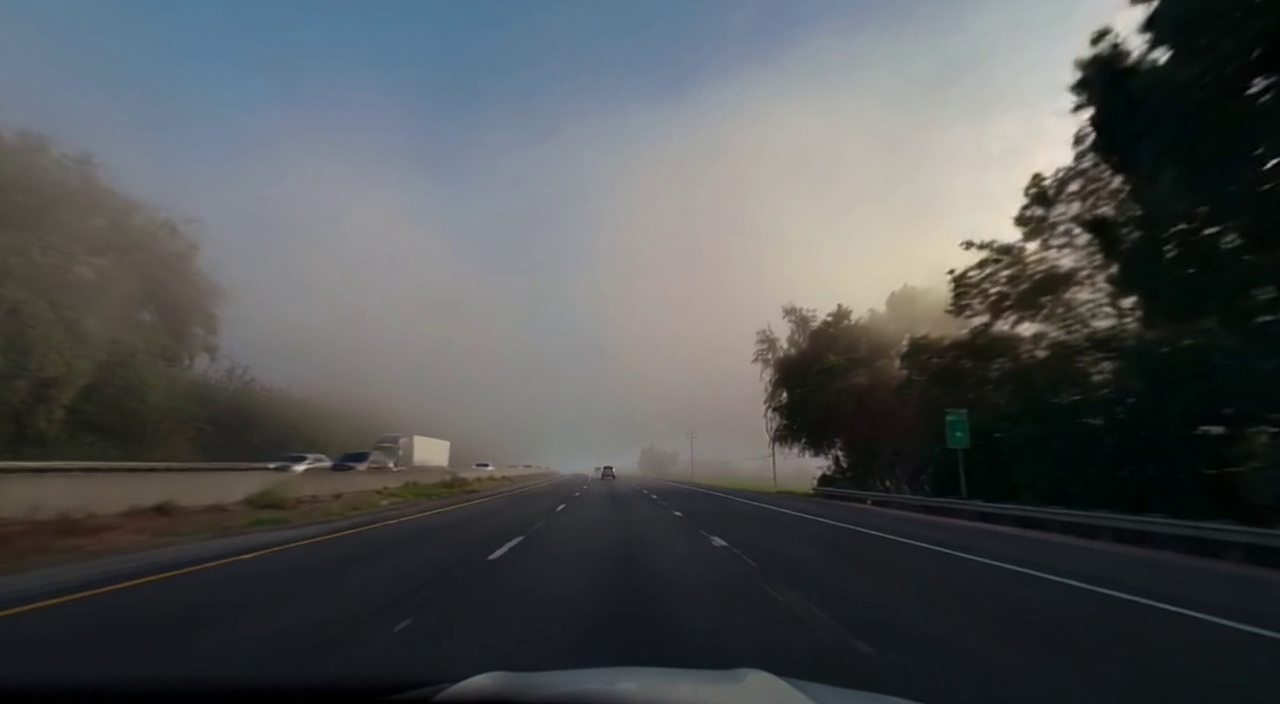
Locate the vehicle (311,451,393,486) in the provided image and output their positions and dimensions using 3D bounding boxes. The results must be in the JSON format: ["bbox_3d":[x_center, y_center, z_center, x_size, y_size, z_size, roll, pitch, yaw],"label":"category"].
[{"bbox_3d":[-13.760,5.625,30.482,1.994,1.547,4.451,1,-11,-2],"label":"vehicle"}]

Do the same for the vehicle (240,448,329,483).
[{"bbox_3d":[-17.222,5.553,30.832,1.966,1.551,4.257,1,-10,-2],"label":"vehicle"}]
